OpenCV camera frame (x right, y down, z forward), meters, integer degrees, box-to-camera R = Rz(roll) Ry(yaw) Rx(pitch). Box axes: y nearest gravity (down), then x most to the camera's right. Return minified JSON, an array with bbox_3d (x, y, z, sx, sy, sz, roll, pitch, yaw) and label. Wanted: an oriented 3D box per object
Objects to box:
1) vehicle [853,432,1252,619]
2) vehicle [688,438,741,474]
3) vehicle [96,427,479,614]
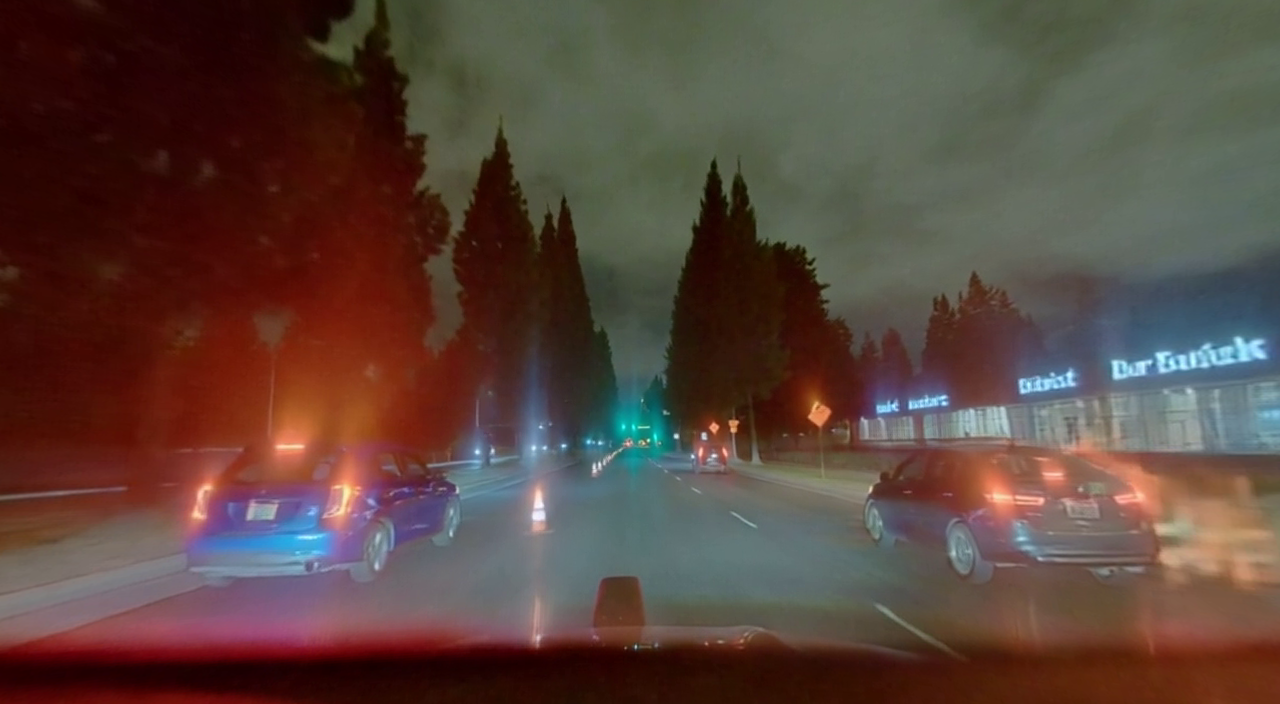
[{"bbox_3d":[3.993,1.689,7.049,1.827,1.491,3.743,0,-9,-1],"label":"vehicle"},{"bbox_3d":[3.893,5.534,33.835,2.159,1.793,4.735,0,-9,-2],"label":"vehicle"},{"bbox_3d":[-3.350,1.664,7.178,2.020,1.474,4.098,0,-9,-1],"label":"vehicle"}]
